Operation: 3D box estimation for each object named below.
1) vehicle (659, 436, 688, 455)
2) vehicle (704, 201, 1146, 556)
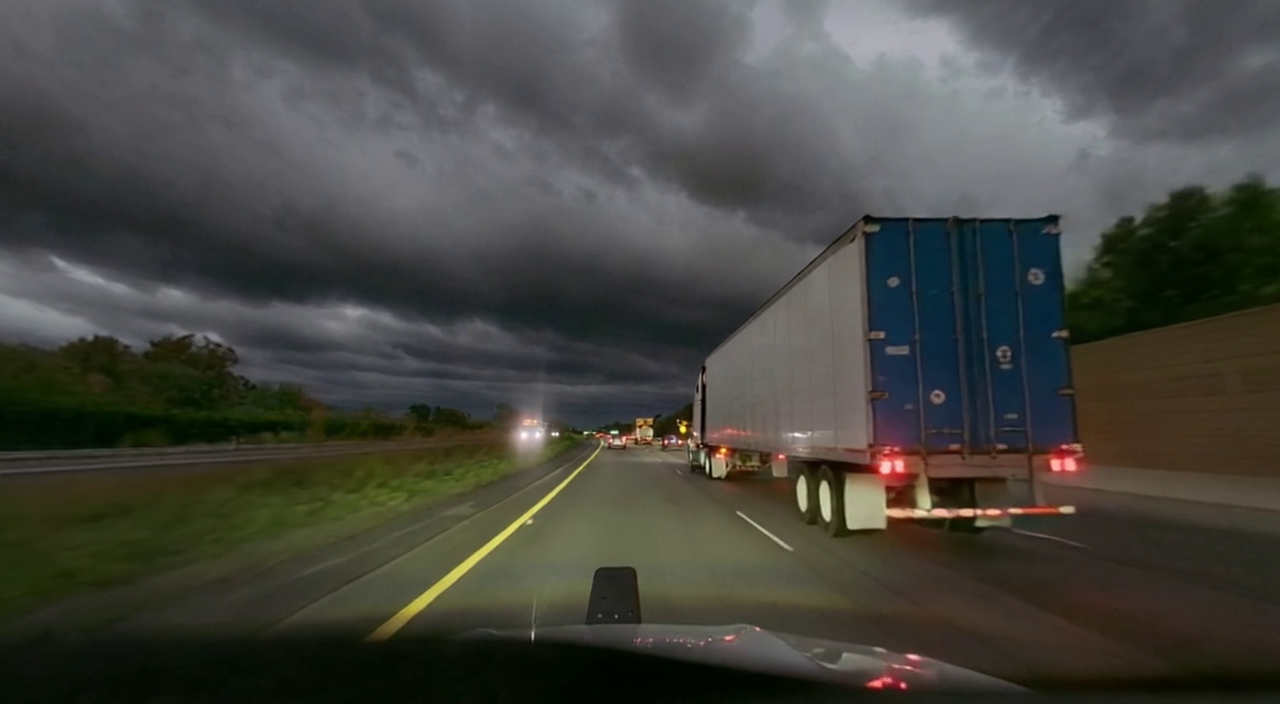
[{"bbox_3d":[2.607,7.311,49.508,1.813,1.454,4.197,0,-7,-3],"label":"vehicle"},{"bbox_3d":[3.886,1.156,14.271,2.965,4.033,14.299,0,-7,-2],"label":"vehicle"}]
